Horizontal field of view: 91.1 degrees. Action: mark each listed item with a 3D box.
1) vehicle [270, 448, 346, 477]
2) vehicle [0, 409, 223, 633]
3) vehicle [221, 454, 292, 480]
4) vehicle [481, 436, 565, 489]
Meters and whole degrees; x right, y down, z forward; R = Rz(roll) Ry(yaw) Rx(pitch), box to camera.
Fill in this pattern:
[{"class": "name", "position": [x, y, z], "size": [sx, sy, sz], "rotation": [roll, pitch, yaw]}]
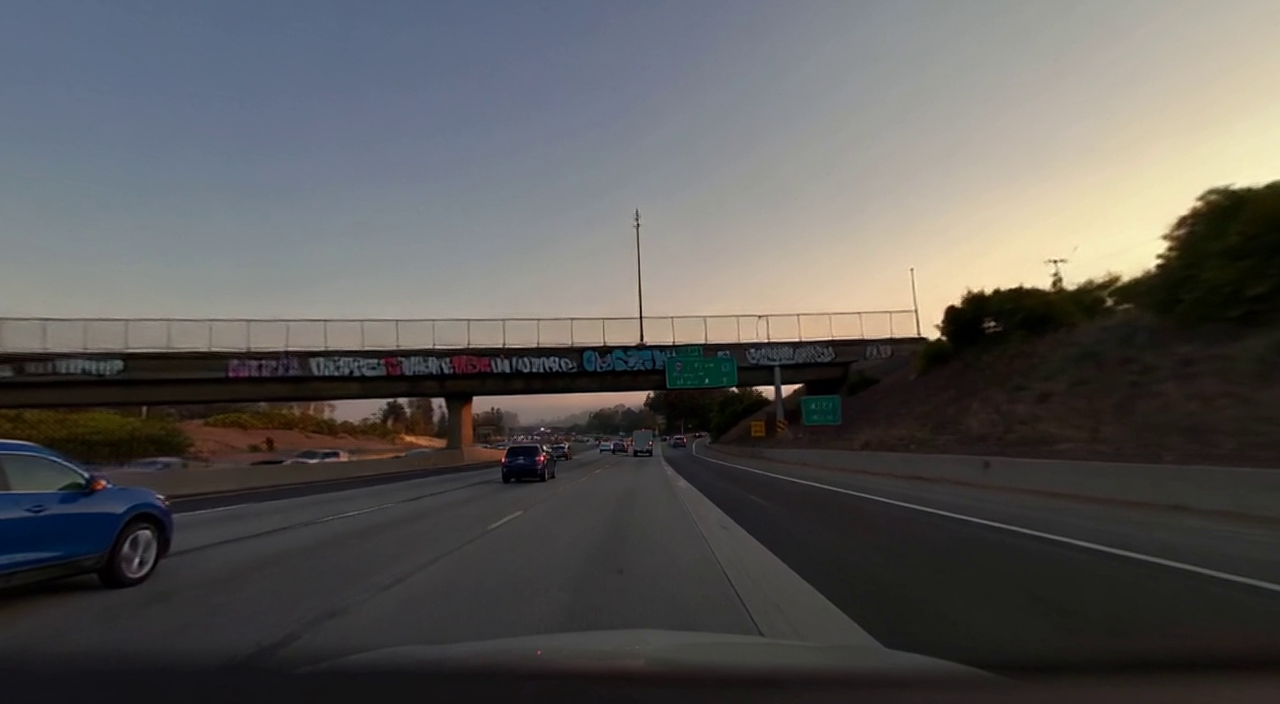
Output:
[{"class": "vehicle", "position": [-21.020, 6.995, 39.980], "size": [2.067, 1.676, 5.001], "rotation": [0, -9, 0]}, {"class": "vehicle", "position": [-5.729, 1.322, 5.100], "size": [1.969, 1.633, 3.962], "rotation": [0, -9, -1]}, {"class": "vehicle", "position": [-24.902, 7.462, 40.979], "size": [1.869, 1.499, 4.328], "rotation": [0, -9, 0]}, {"class": "vehicle", "position": [-4.094, 3.947, 22.770], "size": [2.154, 1.693, 4.394], "rotation": [0, -9, 0]}]
